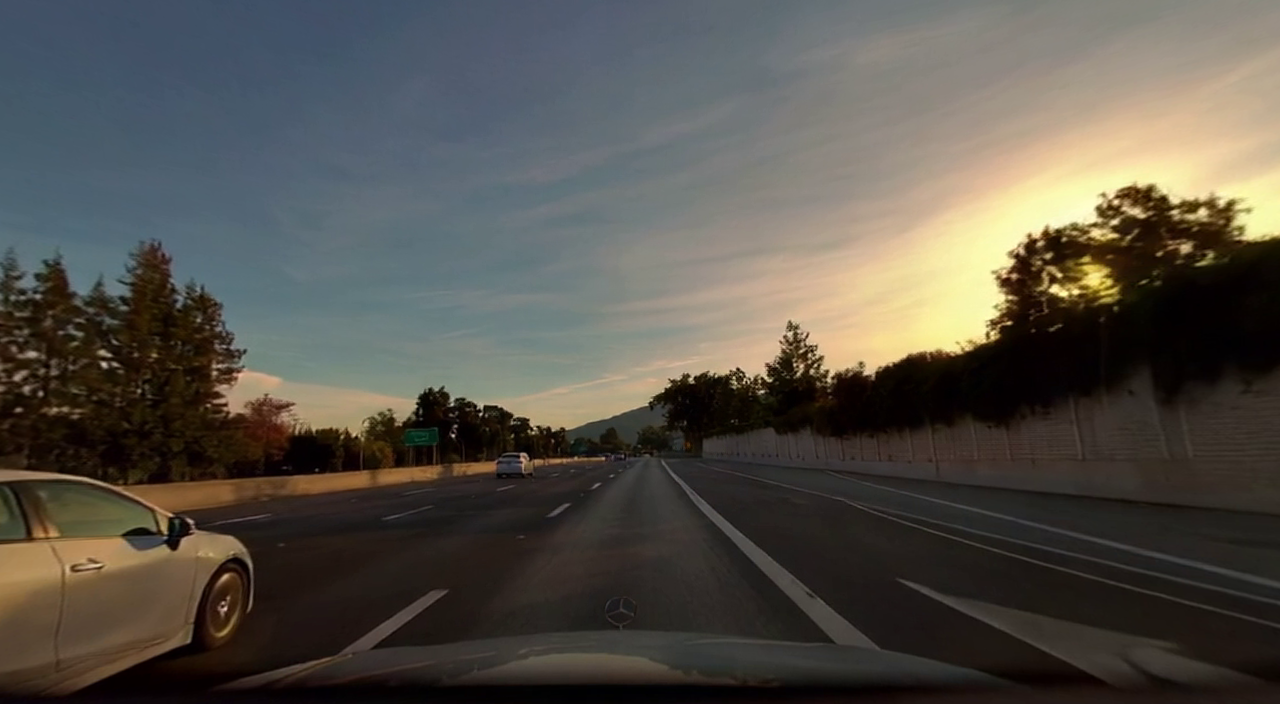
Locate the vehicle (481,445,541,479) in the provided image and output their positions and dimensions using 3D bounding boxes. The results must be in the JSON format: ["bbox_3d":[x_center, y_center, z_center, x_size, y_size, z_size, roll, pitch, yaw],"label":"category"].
[{"bbox_3d":[-6.829,5.895,34.104,2.115,1.711,4.722,0,-9,2],"label":"vehicle"}]
